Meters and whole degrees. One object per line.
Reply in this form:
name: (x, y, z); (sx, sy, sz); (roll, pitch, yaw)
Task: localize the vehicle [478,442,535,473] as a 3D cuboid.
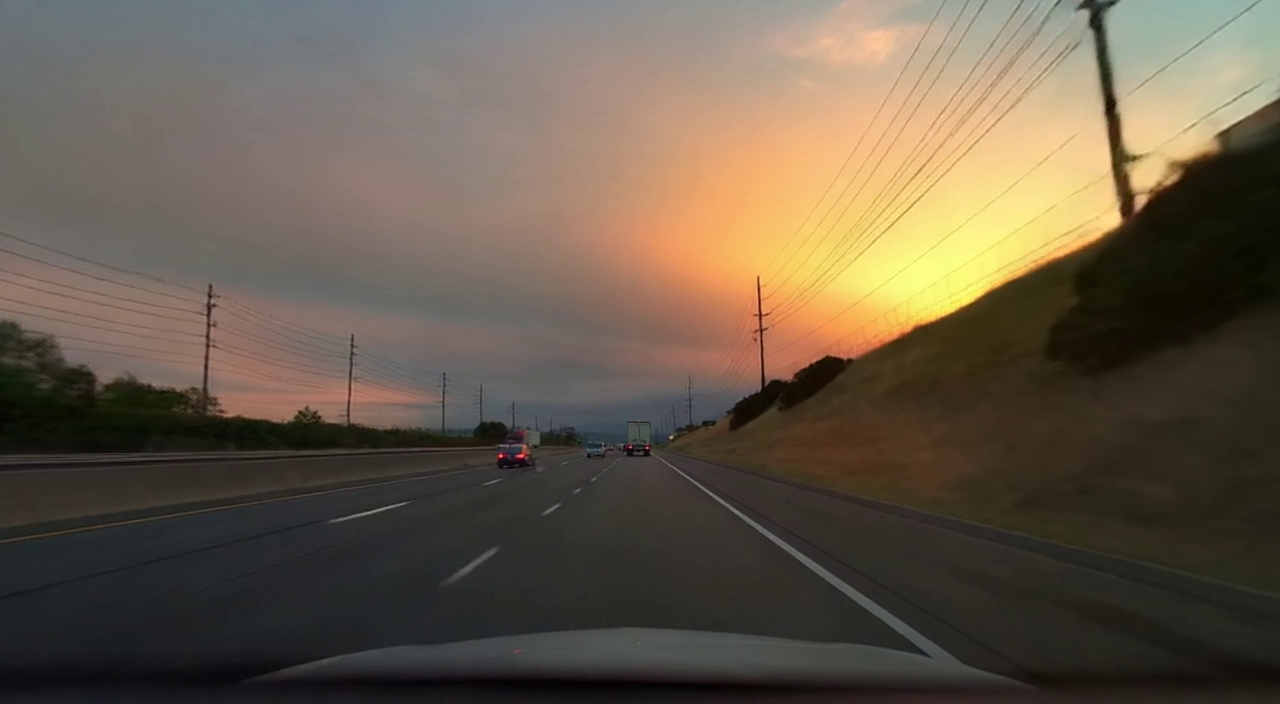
vehicle: (-7.176, 5.727, 34.331); (2.066, 1.558, 4.607); (0, -9, 0)
